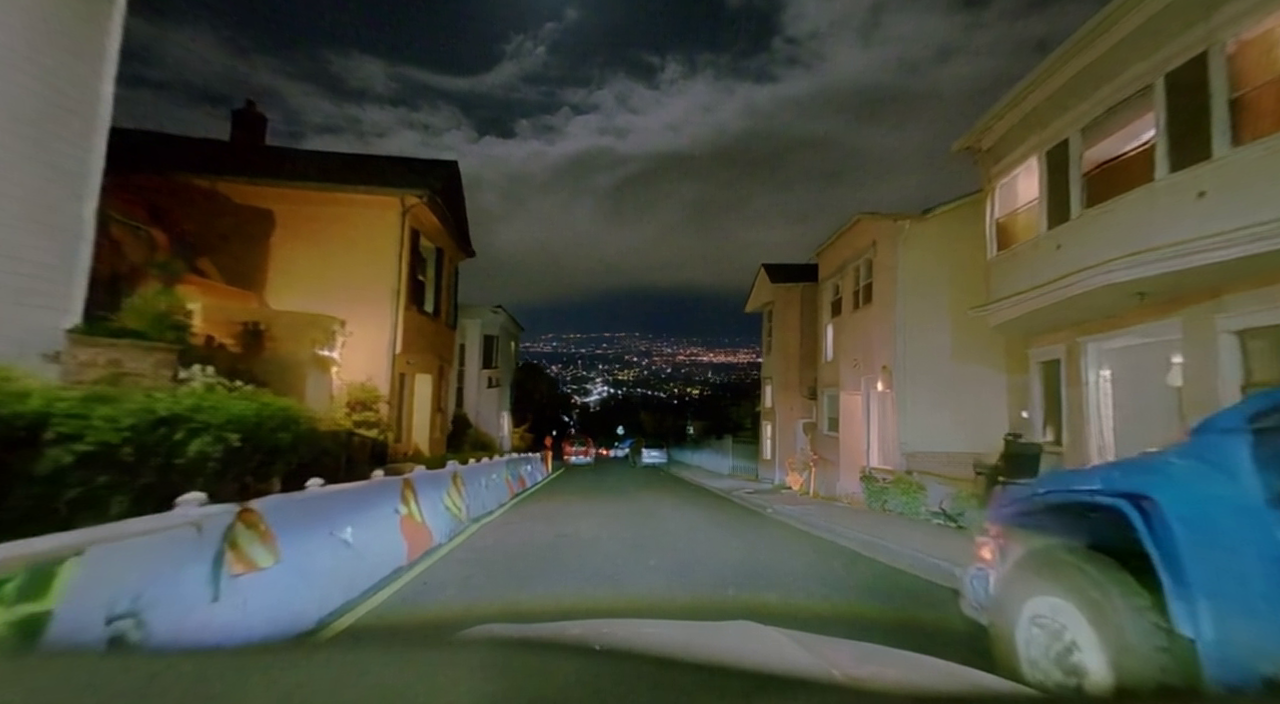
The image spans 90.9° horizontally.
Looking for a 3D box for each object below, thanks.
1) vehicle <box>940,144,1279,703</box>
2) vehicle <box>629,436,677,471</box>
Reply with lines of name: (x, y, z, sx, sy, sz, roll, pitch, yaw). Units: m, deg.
vehicle: (3.336, 0.699, 3.575, 1.758, 2.572, 2.706, 8, -13, -6)
vehicle: (0.622, 5.402, 33.835, 2.066, 1.739, 4.234, 1, -8, -6)
